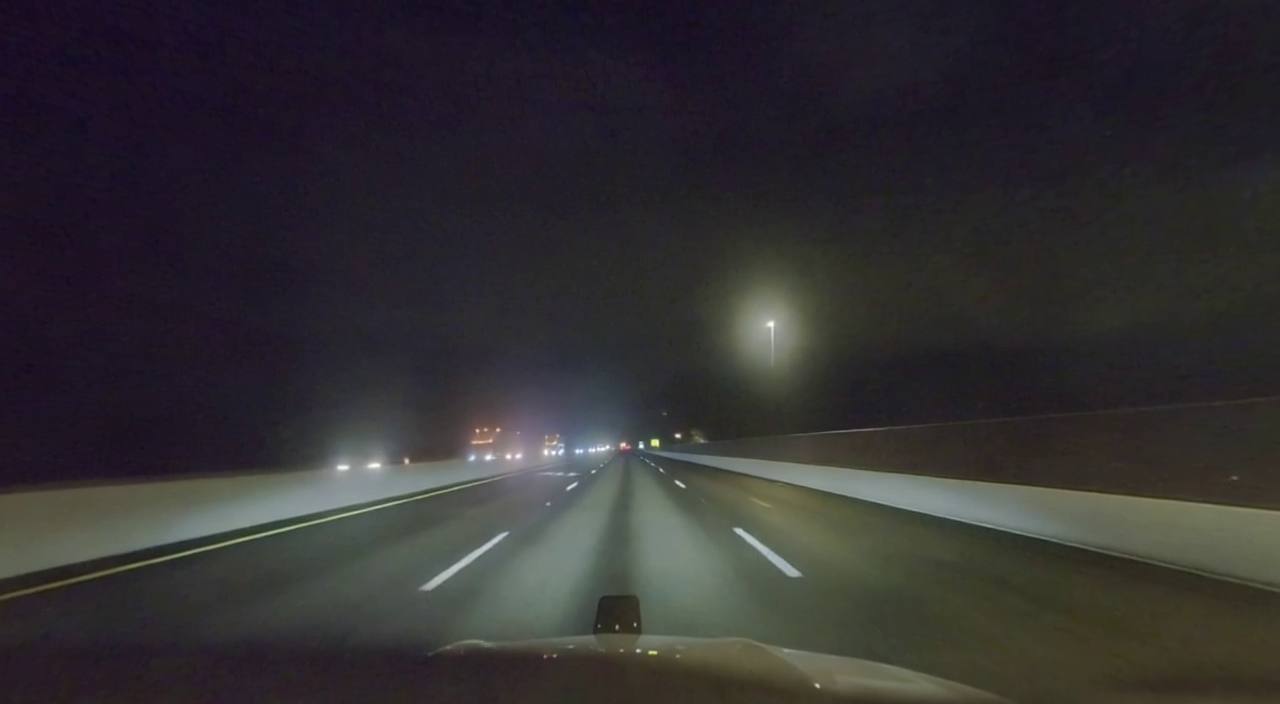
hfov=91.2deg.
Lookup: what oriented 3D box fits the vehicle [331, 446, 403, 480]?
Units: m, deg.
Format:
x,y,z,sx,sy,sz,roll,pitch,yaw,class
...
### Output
x,y,z,sx,sy,sz,roll,pitch,yaw,class
-13.565,5.521,31.371,1.883,1.562,4.072,0,-9,-2,vehicle
